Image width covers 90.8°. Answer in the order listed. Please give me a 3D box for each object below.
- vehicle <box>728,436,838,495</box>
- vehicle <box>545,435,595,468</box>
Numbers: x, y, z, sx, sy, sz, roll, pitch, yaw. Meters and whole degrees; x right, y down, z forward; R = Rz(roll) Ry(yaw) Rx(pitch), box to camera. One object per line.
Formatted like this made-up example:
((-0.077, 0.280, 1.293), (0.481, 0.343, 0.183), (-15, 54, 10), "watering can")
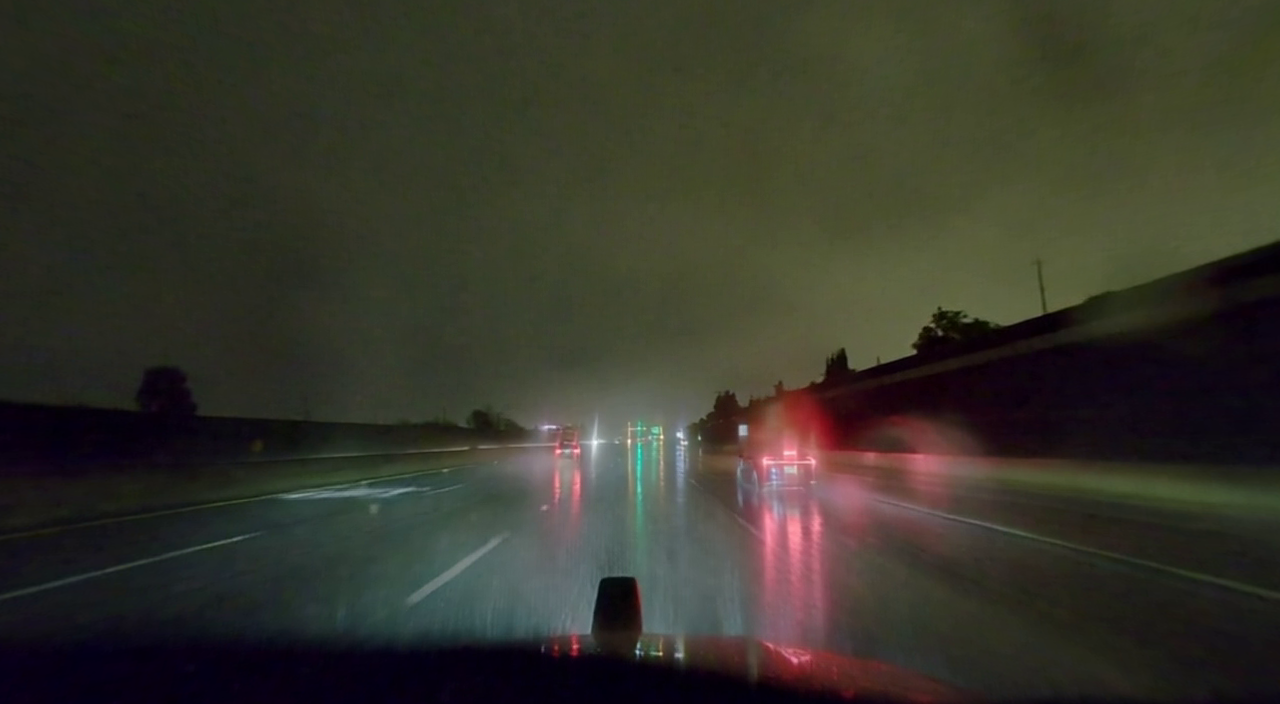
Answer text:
((3.970, 3.236, 18.368), (2.060, 1.485, 4.274), (0, -8, -2), "vehicle")
((-3.673, 5.329, 33.850), (2.048, 1.618, 4.424), (0, -8, 1), "vehicle")
